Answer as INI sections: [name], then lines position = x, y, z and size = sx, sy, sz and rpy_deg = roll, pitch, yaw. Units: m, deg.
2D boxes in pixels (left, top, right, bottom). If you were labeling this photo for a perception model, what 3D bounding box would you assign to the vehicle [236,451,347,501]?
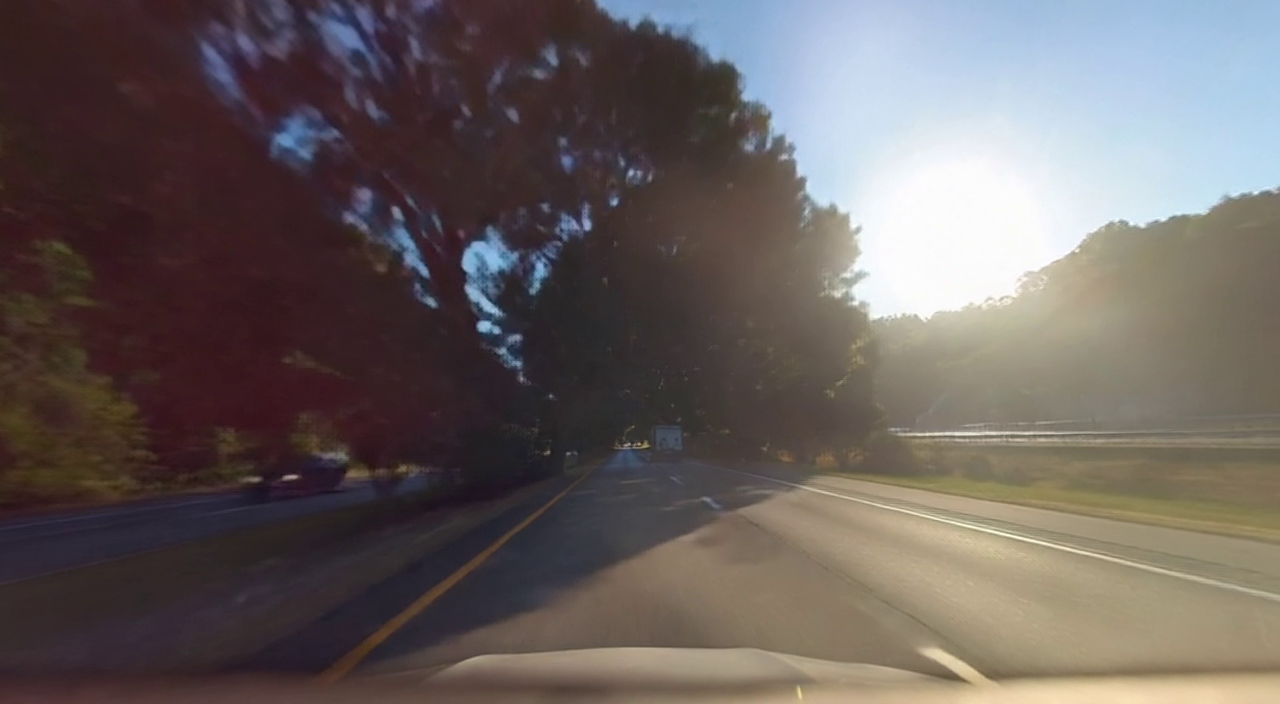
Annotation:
[vehicle]
position = -12.897, 4.572, 23.623
size = 1.989, 1.612, 3.884
rpy_deg = 0, -8, -1
